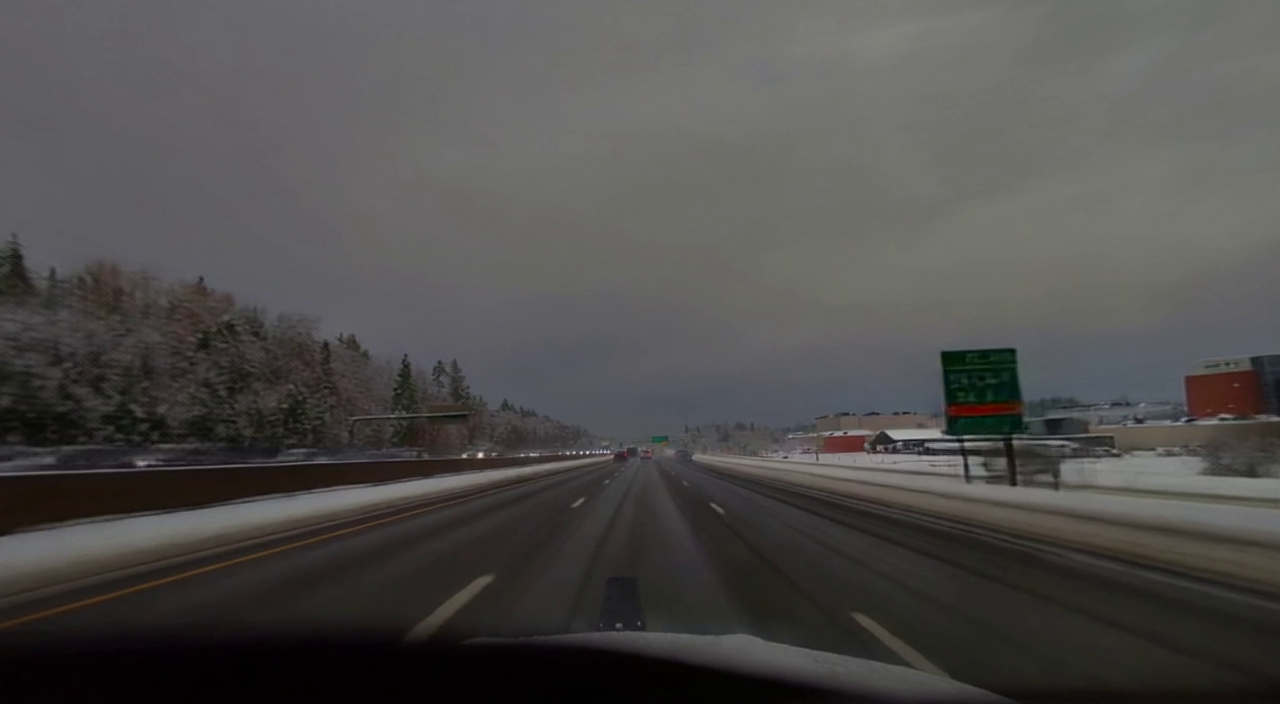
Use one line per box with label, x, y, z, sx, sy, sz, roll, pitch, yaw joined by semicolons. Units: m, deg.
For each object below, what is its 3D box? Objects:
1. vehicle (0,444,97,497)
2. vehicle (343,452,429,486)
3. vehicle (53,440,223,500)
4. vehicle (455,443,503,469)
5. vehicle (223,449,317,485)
vehicle;-20.106;3.742;20.090;1.882;1.583;4.054;0;-9;0
vehicle;-11.690;5.379;29.410;2.007;1.427;4.564;-1;-9;2
vehicle;-16.061;3.777;20.550;1.883;1.691;4.383;0;-9;0
vehicle;-11.415;7.413;45.112;2.060;1.730;5.120;0;-9;0
vehicle;-16.154;5.031;27.748;1.835;1.455;3.673;-1;-9;1
